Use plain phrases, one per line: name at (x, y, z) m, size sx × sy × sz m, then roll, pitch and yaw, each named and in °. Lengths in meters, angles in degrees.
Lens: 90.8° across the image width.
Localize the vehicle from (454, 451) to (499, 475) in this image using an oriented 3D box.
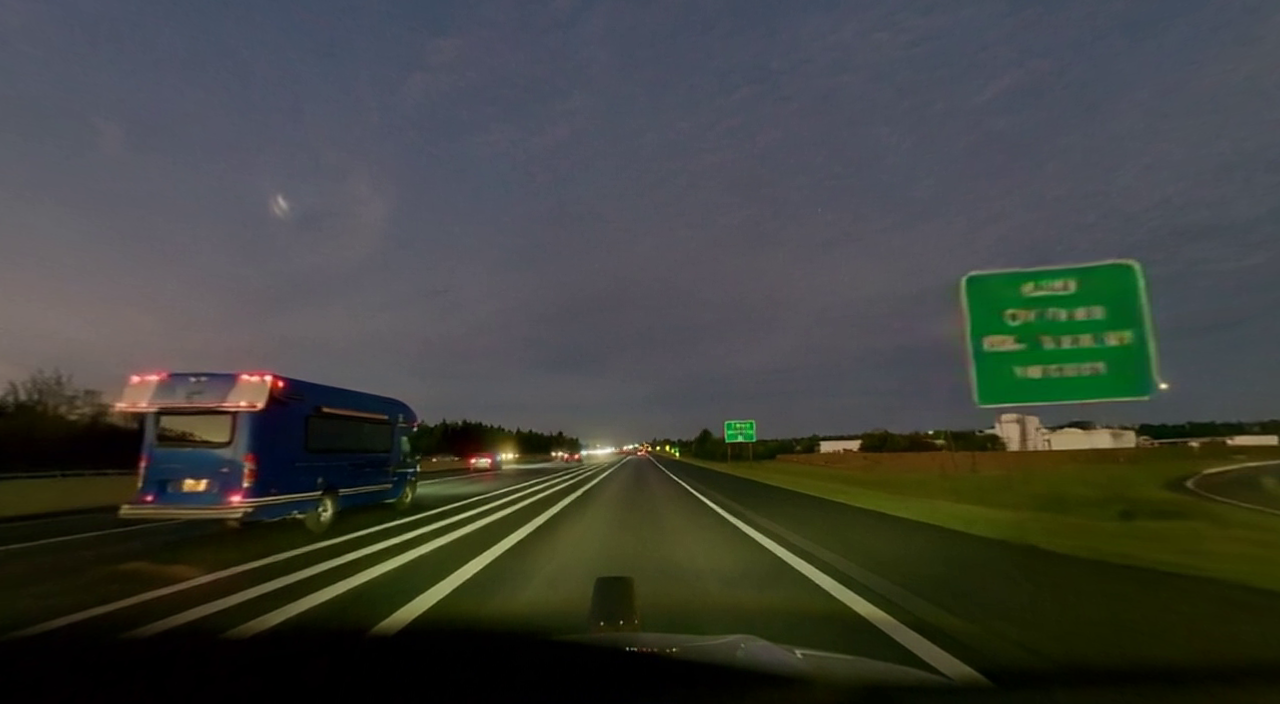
vehicle at (-11.402, 7.759, 44.255) m, size 1.981 × 1.503 × 4.207 m, roll 0°, pitch -9°, yaw 0°

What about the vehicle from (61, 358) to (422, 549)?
vehicle at (-7.410, 2.105, 13.471) m, size 2.747 × 2.934 × 7.411 m, roll 0°, pitch -9°, yaw 1°
